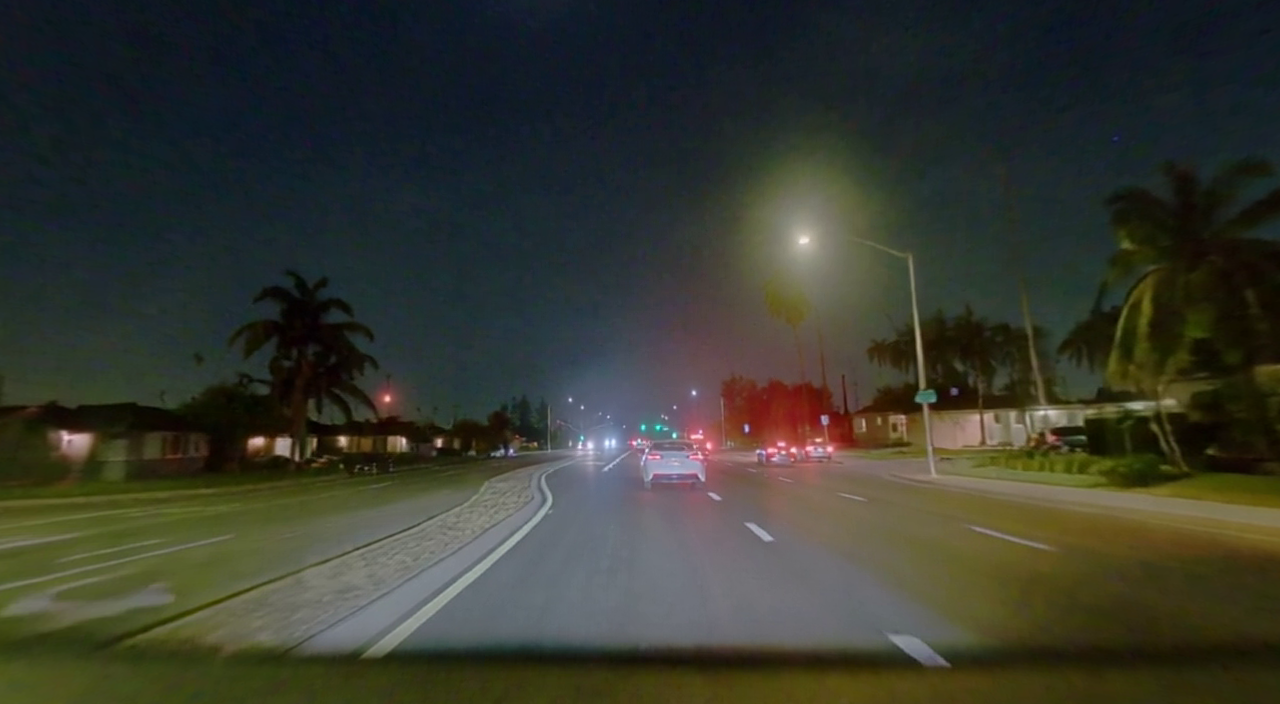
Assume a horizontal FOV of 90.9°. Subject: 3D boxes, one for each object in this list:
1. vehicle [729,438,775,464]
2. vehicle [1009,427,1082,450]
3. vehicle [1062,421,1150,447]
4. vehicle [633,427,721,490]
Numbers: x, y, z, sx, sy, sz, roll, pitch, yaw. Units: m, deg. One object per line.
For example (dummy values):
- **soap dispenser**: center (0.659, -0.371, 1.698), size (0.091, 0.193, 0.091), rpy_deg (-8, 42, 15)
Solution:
- **vehicle**: center (6.641, 5.932, 37.803), size (1.897, 1.477, 4.360), rpy_deg (0, -8, -1)
- **vehicle**: center (27.655, 5.931, 43.080), size (1.781, 1.520, 3.979), rpy_deg (2, -9, -13)
- **vehicle**: center (32.753, 5.829, 44.484), size (1.946, 1.740, 4.813), rpy_deg (2, -9, -10)
- **vehicle**: center (0.978, 3.208, 19.252), size (2.289, 1.679, 4.180), rpy_deg (0, -8, -2)
